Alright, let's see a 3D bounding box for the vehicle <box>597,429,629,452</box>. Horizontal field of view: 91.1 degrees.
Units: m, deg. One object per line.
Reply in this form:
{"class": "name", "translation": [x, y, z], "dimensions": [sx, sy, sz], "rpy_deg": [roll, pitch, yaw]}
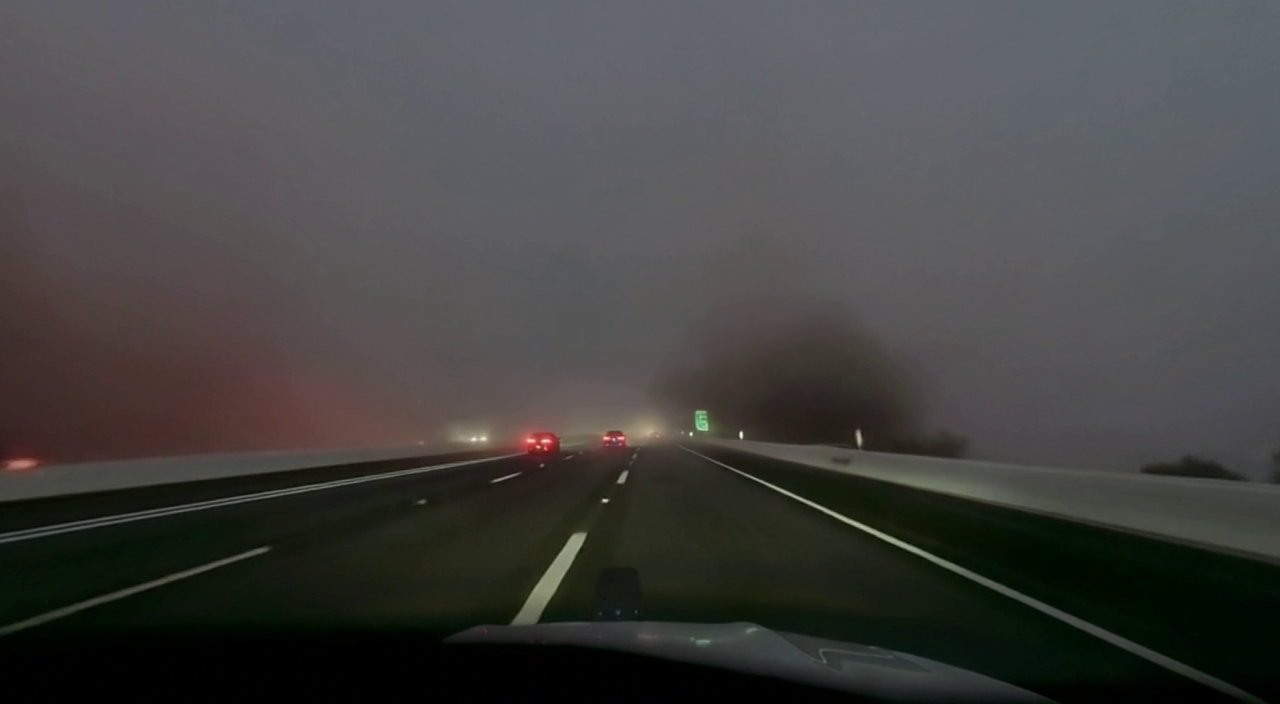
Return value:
{"class": "vehicle", "translation": [-1.904, 6.387, 45.694], "dimensions": [2.064, 1.571, 4.225], "rpy_deg": [0, -8, 1]}

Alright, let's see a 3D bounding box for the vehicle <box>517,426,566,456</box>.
{"class": "vehicle", "translation": [-5.764, 5.265, 37.244], "dimensions": [2.113, 1.632, 4.409], "rpy_deg": [0, -8, 1]}
